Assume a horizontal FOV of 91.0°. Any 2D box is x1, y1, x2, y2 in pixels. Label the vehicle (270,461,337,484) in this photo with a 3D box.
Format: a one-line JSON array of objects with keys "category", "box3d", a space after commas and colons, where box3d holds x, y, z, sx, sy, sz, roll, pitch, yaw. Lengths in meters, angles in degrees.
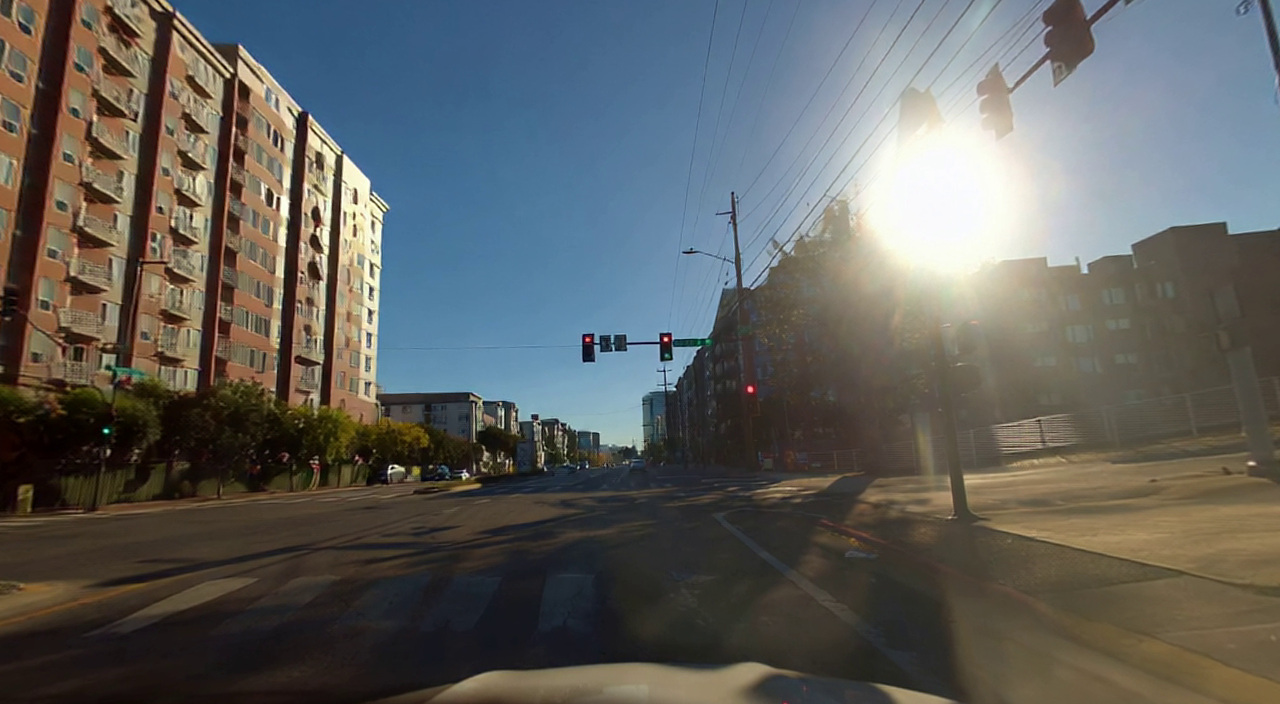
[{"category": "vehicle", "box3d": [-24.660, 8.830, 46.271, 3.882, 1.600, 1.768, 0, -9, 1]}]
